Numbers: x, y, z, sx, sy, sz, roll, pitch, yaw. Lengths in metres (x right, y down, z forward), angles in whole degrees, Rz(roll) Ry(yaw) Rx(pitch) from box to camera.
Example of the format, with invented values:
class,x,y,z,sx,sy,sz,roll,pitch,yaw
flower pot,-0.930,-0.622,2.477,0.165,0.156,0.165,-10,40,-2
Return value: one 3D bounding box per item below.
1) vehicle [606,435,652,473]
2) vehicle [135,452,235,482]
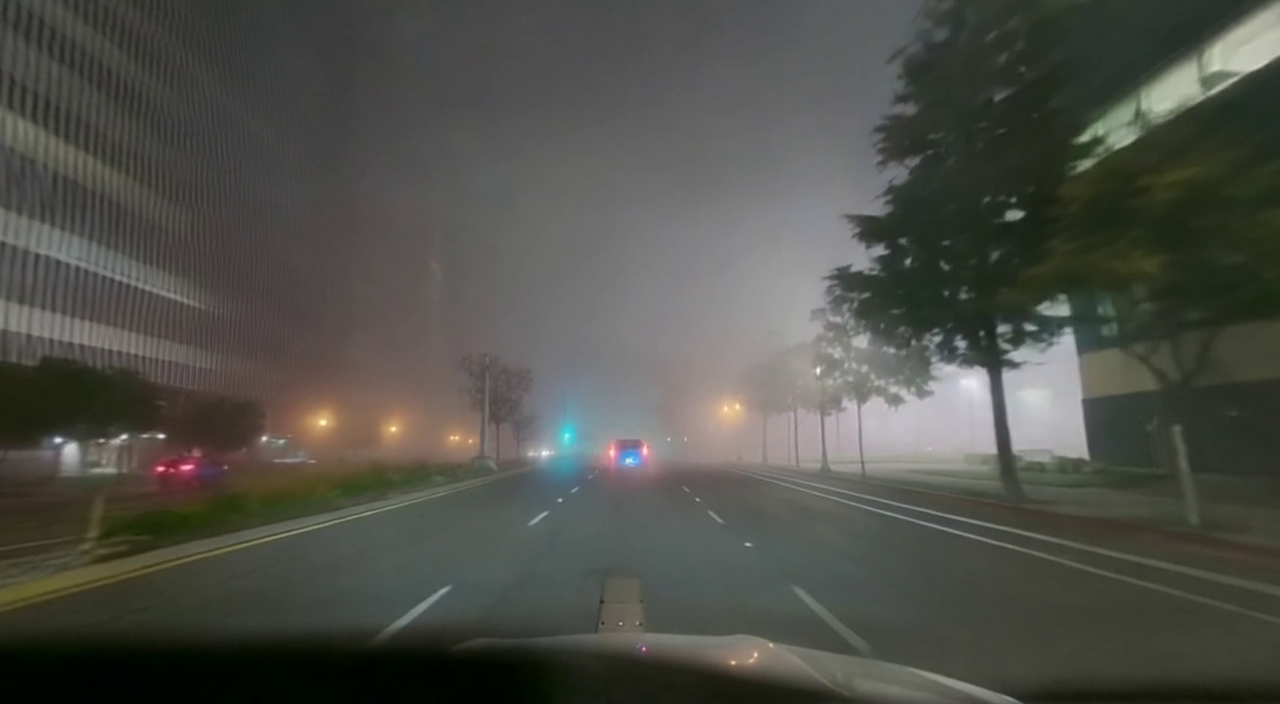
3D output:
class,x,y,z,sx,sy,sz,roll,pitch,yaw
vehicle,-0.597,5.438,33.870,2.313,1.860,4.319,0,-9,-1
vehicle,-29.730,7.506,41.449,4.813,1.783,1.983,3,-9,-19
